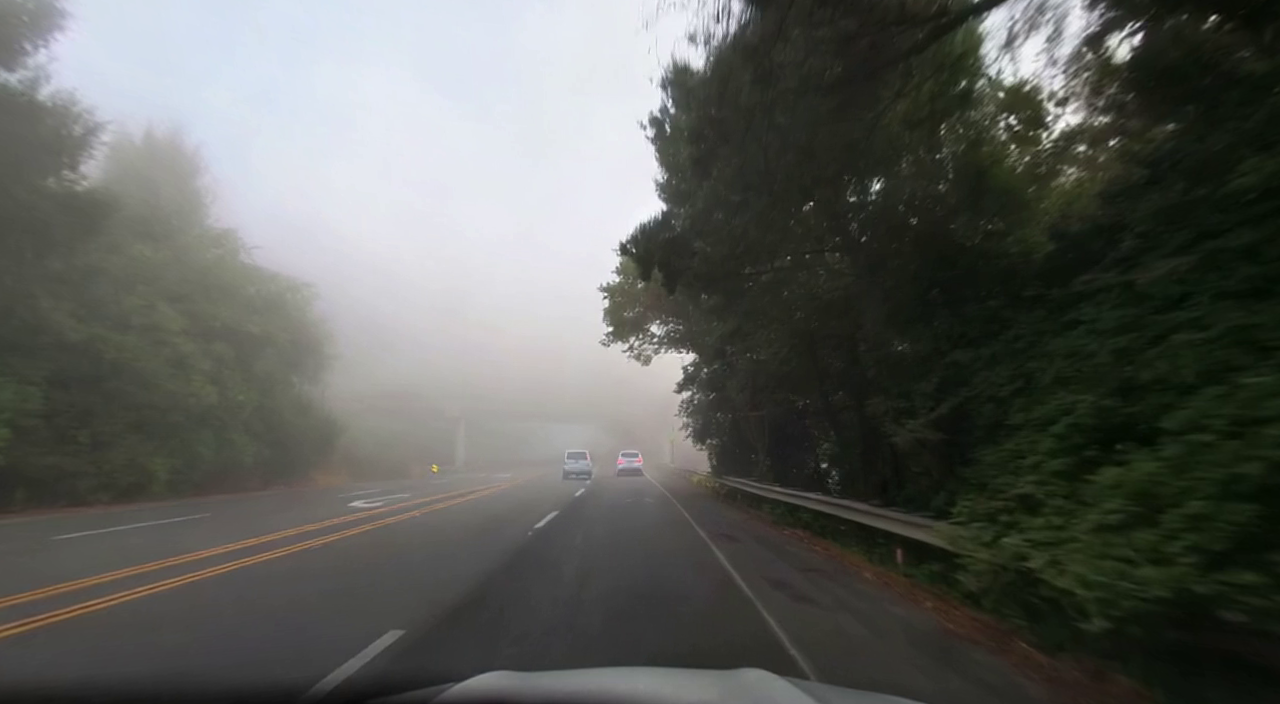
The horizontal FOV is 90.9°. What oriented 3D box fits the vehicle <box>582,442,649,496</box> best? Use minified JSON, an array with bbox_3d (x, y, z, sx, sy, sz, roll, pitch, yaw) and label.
[{"bbox_3d":[-0.859,3.862,21.103,2.037,1.601,3.643,0,-9,-3],"label":"vehicle"}]
